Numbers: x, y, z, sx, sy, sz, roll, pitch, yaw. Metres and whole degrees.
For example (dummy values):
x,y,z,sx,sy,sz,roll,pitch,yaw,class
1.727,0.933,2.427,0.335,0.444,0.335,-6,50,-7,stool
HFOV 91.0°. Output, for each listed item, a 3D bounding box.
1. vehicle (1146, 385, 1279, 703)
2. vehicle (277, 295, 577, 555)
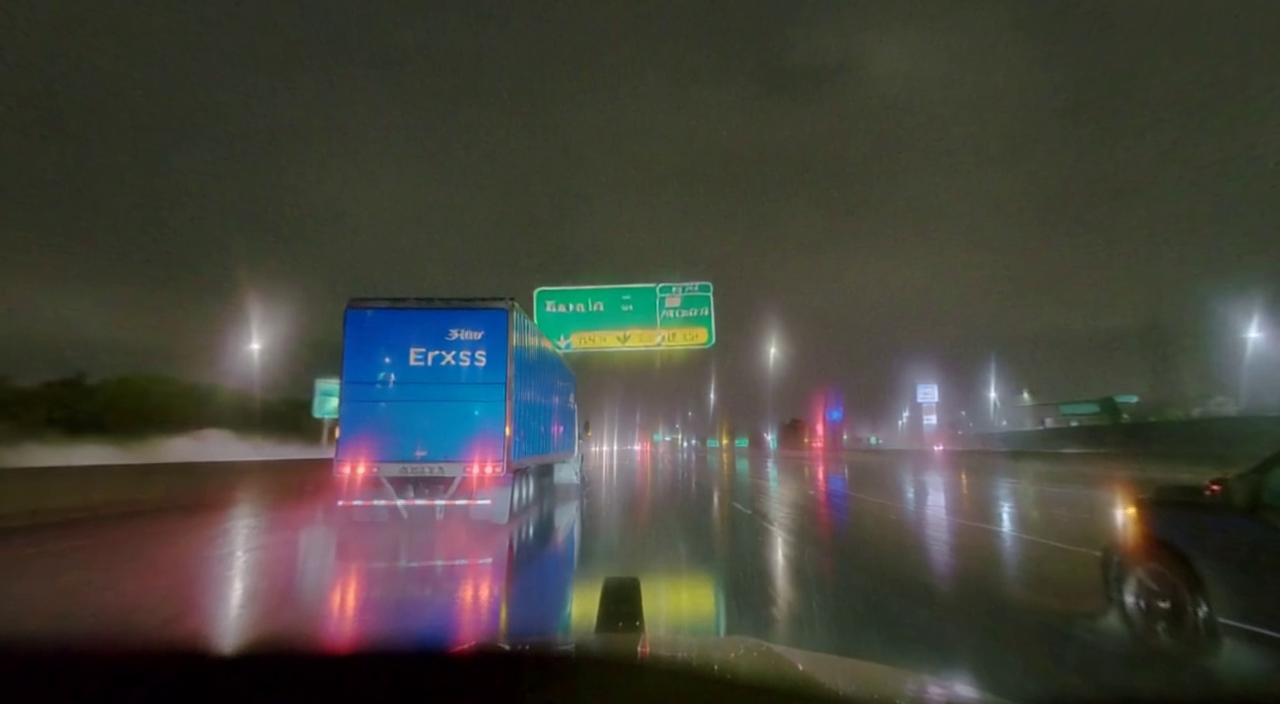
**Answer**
x,y,z,sx,sy,sz,roll,pitch,yaw,class
3.744,0.666,1.012,2.044,1.558,4.577,0,-9,0,vehicle
-3.206,1.566,12.578,2.922,3.458,8.360,0,-9,1,vehicle
